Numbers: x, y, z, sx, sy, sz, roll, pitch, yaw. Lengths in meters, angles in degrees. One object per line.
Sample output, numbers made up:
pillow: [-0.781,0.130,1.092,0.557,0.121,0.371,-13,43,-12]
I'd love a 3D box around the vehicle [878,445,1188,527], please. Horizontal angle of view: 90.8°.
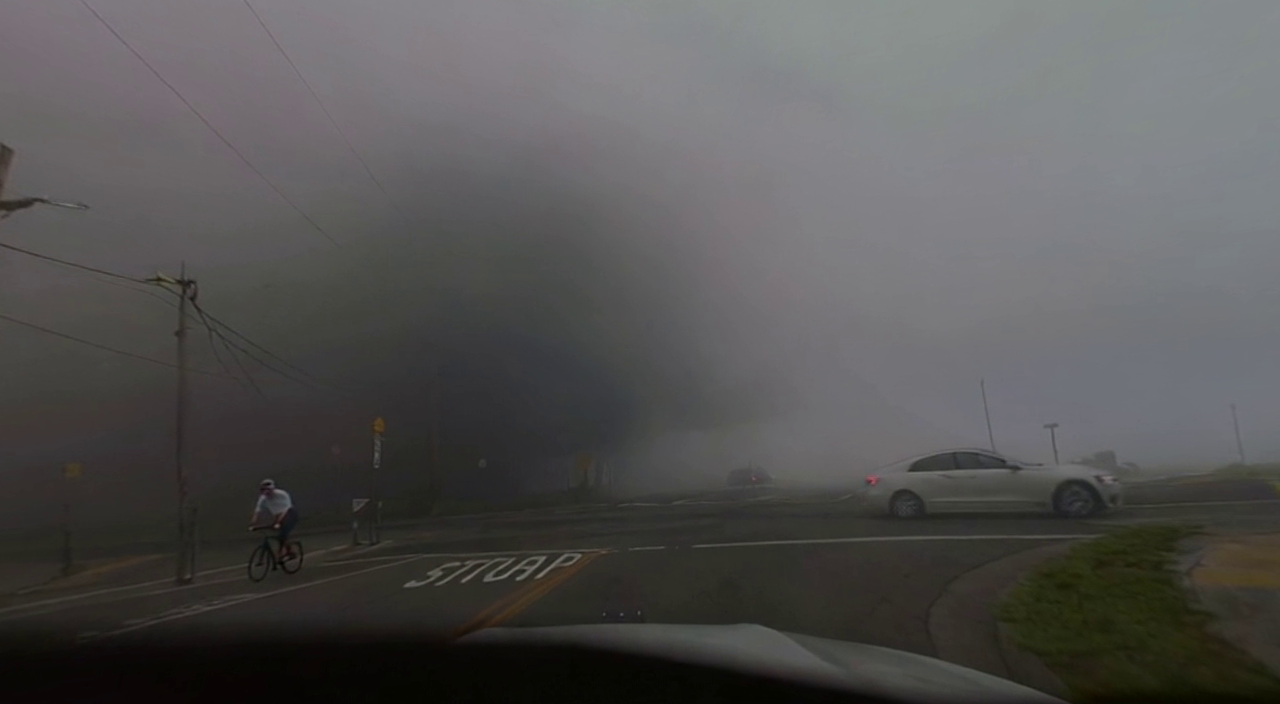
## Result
vehicle: [8.271,2.803,13.886,5.323,1.479,2.112,-5,-10,31]
